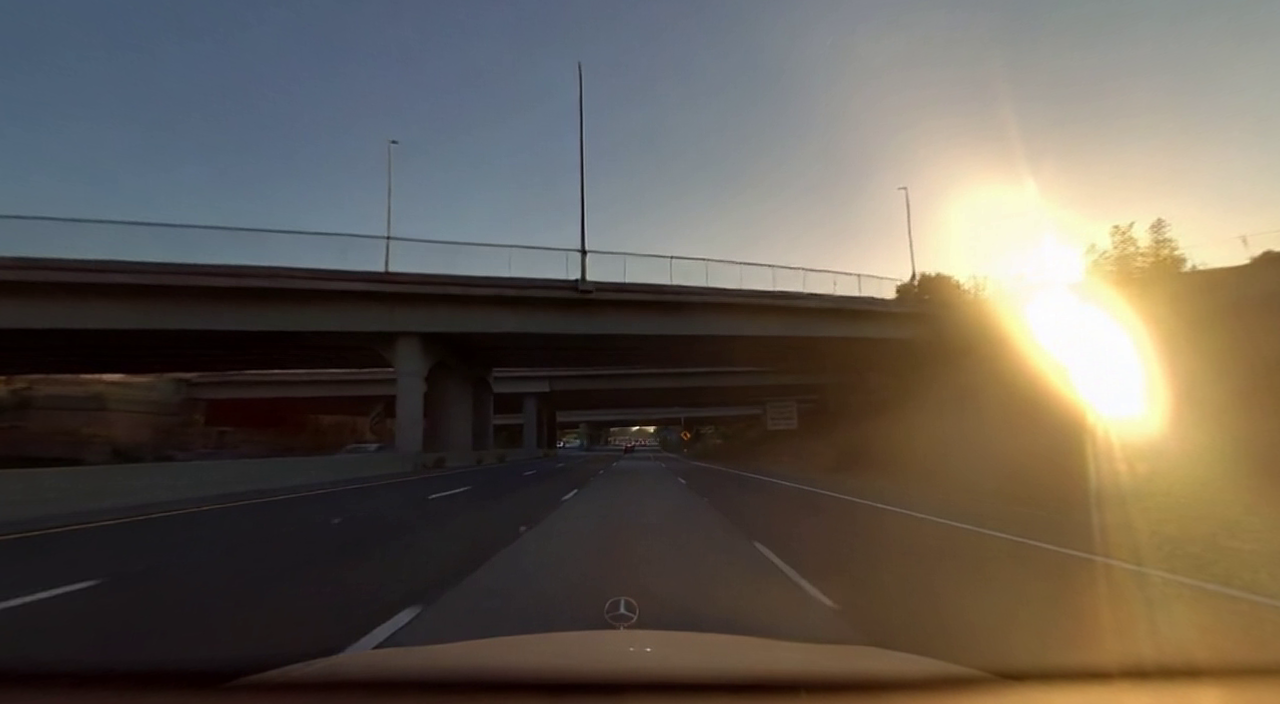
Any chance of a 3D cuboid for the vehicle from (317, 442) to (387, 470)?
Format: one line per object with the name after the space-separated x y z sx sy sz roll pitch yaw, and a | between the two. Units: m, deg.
-17.314 6.274 38.250 1.948 1.531 4.783 0 -9 0 | vehicle
